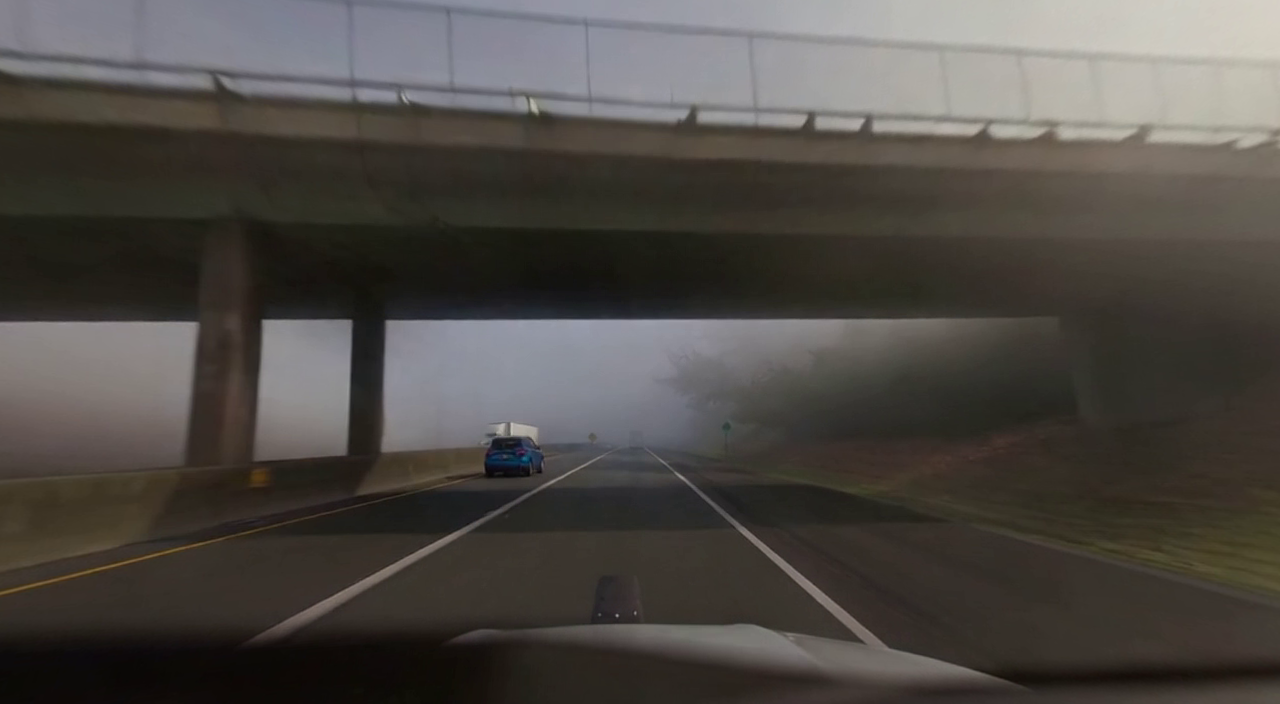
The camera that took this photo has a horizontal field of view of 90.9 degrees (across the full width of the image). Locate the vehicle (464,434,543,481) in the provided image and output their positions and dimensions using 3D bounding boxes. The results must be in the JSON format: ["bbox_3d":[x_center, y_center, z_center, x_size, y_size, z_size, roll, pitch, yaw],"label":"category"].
[{"bbox_3d":[-4.751,3.701,22.459,1.965,1.513,3.774,0,-8,0],"label":"vehicle"}]
